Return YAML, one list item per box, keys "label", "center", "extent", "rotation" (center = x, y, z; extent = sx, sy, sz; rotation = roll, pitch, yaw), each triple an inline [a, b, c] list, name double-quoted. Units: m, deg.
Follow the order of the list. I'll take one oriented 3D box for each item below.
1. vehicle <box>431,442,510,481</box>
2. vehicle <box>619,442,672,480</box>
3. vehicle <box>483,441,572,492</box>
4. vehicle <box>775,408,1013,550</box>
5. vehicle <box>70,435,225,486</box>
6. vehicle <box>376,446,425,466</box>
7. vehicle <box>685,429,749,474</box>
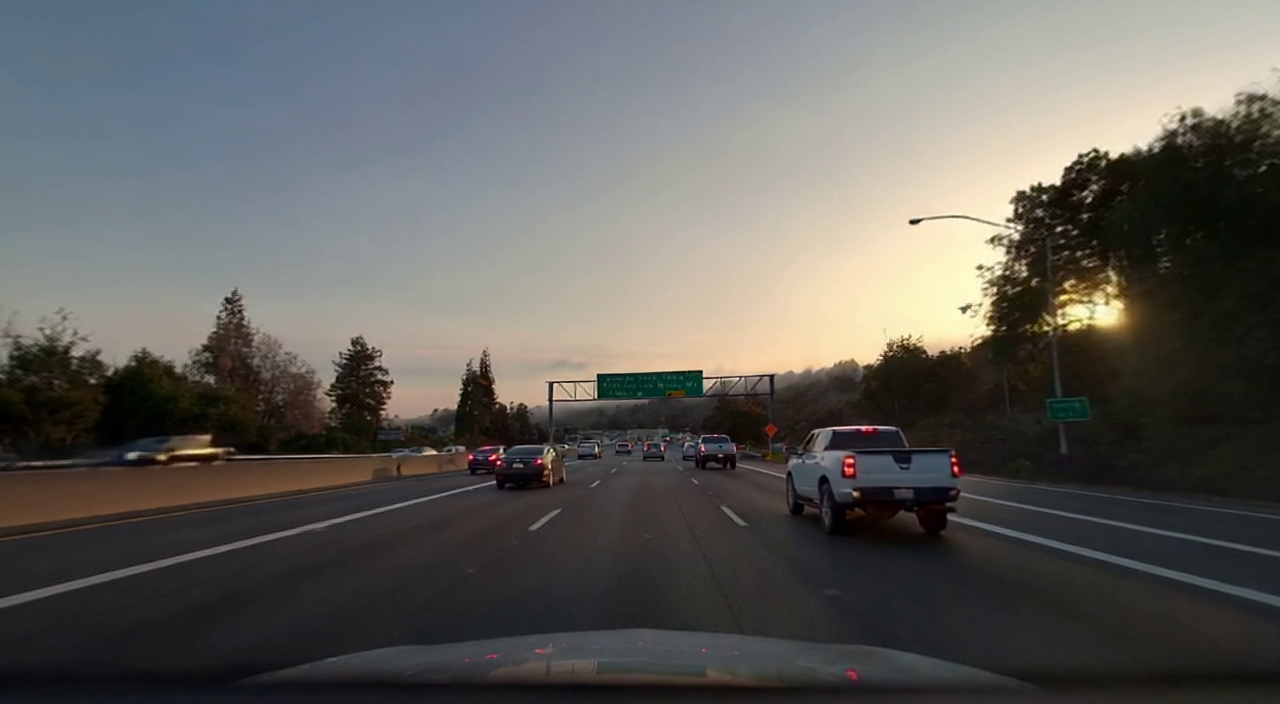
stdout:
- label: "vehicle"
  center: [-7.287, 4.750, 27.582]
  extent: [2.065, 1.519, 4.491]
  rotation: [0, -9, 2]
- label: "vehicle"
  center: [0.254, 4.627, 26.930]
  extent: [2.071, 1.478, 4.130]
  rotation: [0, -9, 1]
- label: "vehicle"
  center: [-3.612, 3.760, 21.049]
  extent: [1.996, 1.488, 4.451]
  rotation: [0, -9, 2]
- label: "vehicle"
  center: [3.649, 1.925, 10.102]
  extent: [2.045, 1.768, 4.249]
  rotation: [0, -9, 0]
- label: "vehicle"
  center: [-20.010, 4.432, 25.974]
  extent: [2.176, 1.901, 5.057]
  rotation: [0, -9, 2]
- label: "vehicle"
  center: [-18.532, 8.069, 48.900]
  extent: [1.851, 1.502, 4.485]
  rotation: [-1, -9, 3]
- label: "vehicle"
  center: [4.009, 5.371, 34.047]
  extent: [2.802, 2.151, 6.579]
  rotation: [0, -9, 2]
